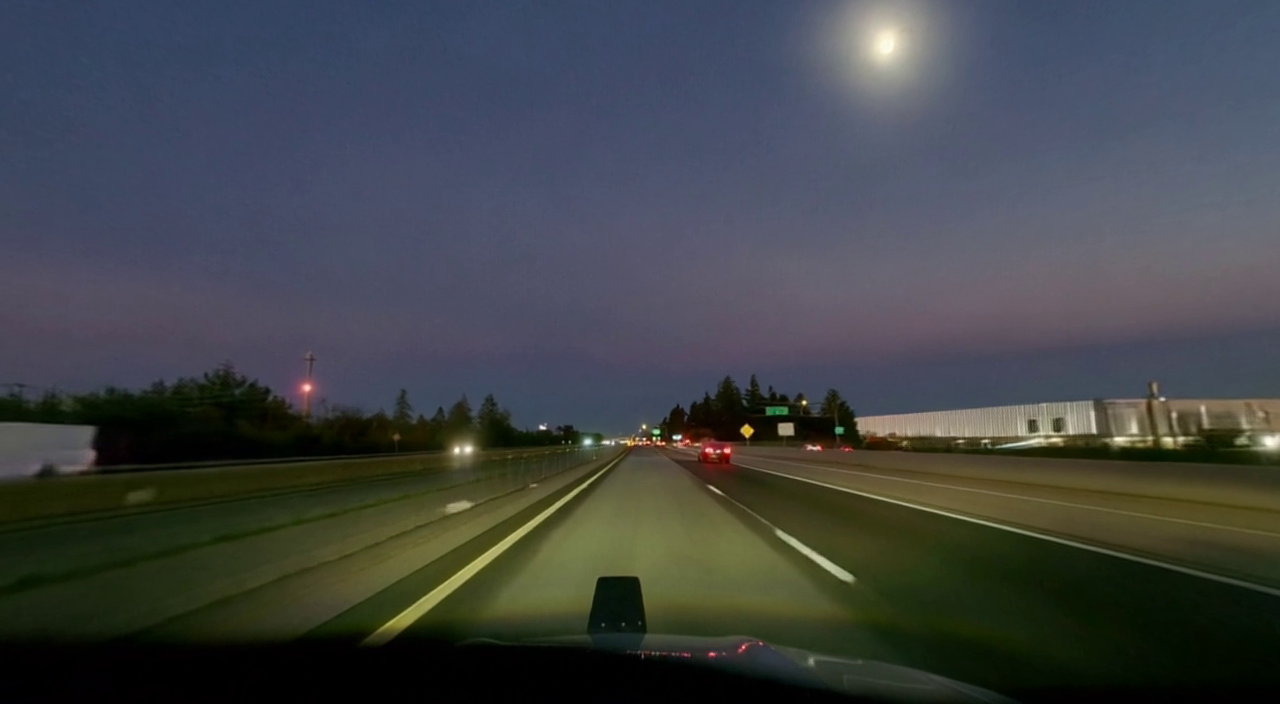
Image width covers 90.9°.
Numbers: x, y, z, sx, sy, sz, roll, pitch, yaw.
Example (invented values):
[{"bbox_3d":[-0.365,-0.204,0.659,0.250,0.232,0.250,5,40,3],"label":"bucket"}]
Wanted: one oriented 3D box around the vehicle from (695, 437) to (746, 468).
[{"bbox_3d":[4.124,5.216,32.944,2.062,1.518,4.026,0,-8,0],"label":"vehicle"}]
